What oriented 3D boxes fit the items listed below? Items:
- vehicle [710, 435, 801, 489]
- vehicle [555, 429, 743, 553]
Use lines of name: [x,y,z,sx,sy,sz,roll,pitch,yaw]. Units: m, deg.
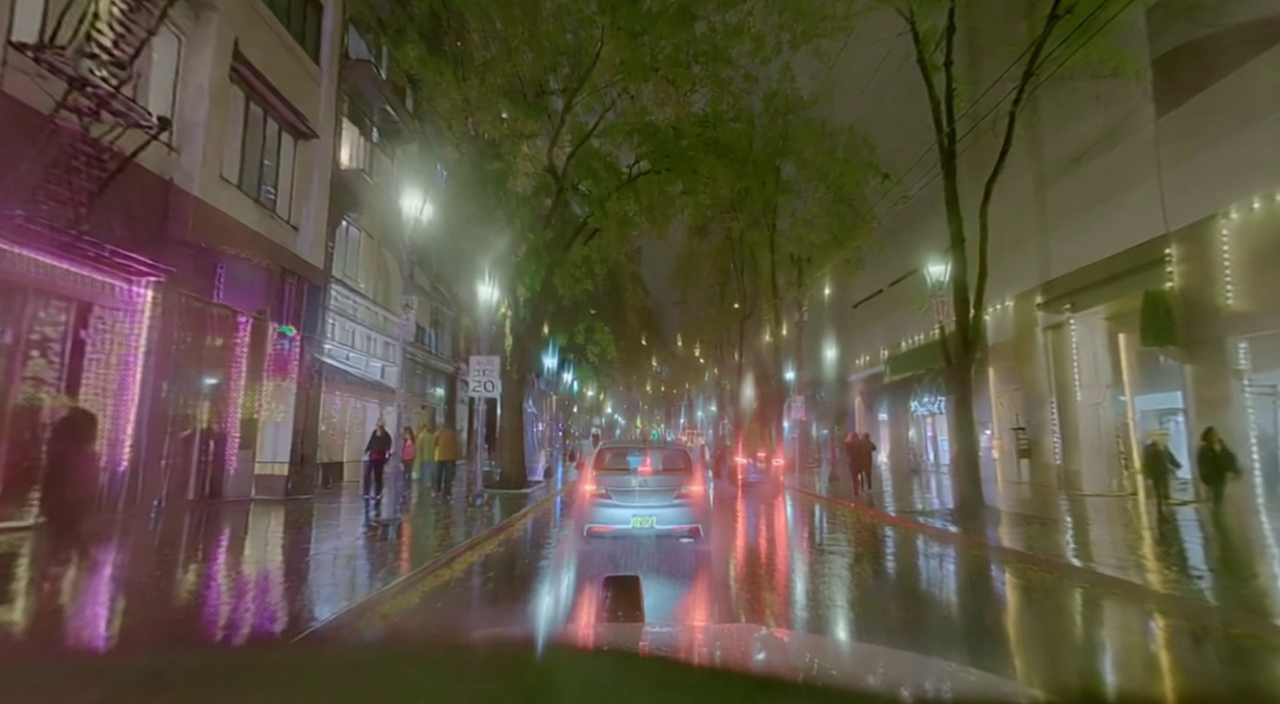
vehicle: [3.576,3.507,20.450,2.025,1.523,4.426,0,-9,-1]
vehicle: [0.062,1.984,9.730,2.261,1.474,4.130,0,-9,-1]
